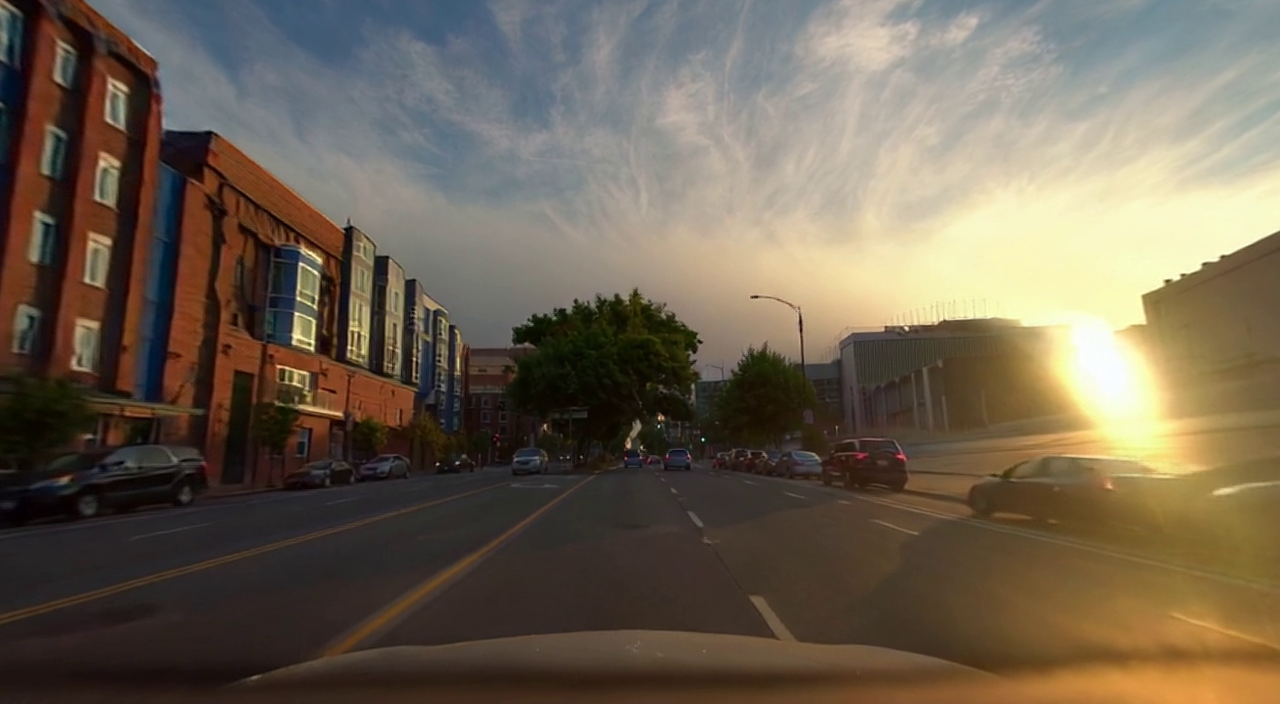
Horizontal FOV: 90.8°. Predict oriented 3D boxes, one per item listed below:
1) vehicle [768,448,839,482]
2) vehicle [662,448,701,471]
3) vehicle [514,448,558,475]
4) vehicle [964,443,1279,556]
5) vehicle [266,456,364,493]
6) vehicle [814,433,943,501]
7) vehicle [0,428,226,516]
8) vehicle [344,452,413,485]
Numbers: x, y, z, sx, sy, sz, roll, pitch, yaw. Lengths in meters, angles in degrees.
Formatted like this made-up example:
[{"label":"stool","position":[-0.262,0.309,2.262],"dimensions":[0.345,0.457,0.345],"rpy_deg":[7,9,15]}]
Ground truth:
[{"label":"vehicle","position":[7.847,5.480,30.860],"dimensions":[2.030,1.444,4.832],"rpy_deg":[-1,-9,-2]},{"label":"vehicle","position":[2.742,7.297,43.179],"dimensions":[2.238,1.499,4.964],"rpy_deg":[0,-8,-1]},{"label":"vehicle","position":[-6.532,6.891,40.039],"dimensions":[2.048,1.615,4.453],"rpy_deg":[0,-9,0]},{"label":"vehicle","position":[7.863,2.376,10.941],"dimensions":[2.018,1.489,4.620],"rpy_deg":[-1,-9,0]},{"label":"vehicle","position":[-14.990,5.665,29.487],"dimensions":[1.953,1.456,4.690],"rpy_deg":[0,-8,2]},{"label":"vehicle","position":[7.897,3.867,21.618],"dimensions":[2.305,1.984,5.002],"rpy_deg":[-1,-9,-1]},{"label":"vehicle","position":[-14.327,3.338,17.343],"dimensions":[2.330,2.013,5.310],"rpy_deg":[0,-12,-1]},{"label":"vehicle","position":[-15.128,6.727,36.820],"dimensions":[2.063,1.735,4.317],"rpy_deg":[0,-8,1]}]
